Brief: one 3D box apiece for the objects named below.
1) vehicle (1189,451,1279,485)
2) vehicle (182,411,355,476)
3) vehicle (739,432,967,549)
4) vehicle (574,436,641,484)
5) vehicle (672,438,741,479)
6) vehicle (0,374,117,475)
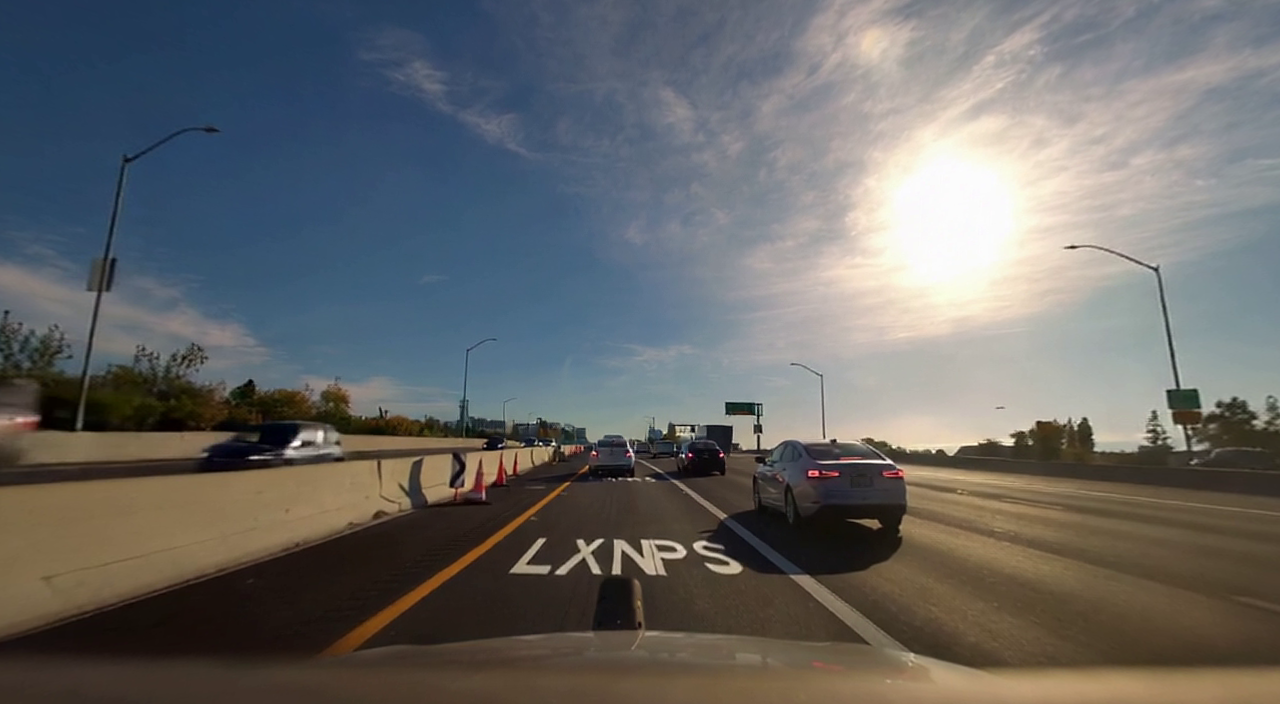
[{"bbox_3d":[35.741,6.682,36.812,2.227,1.730,5.442,1,-8,-6],"label":"vehicle"},{"bbox_3d":[-10.102,2.552,17.734,1.997,1.562,4.754,0,-8,-1],"label":"vehicle"},{"bbox_3d":[3.040,2.049,10.169,1.996,1.455,4.281,0,-8,-3],"label":"vehicle"},{"bbox_3d":[-1.077,3.638,21.739,2.069,1.470,4.004,0,-8,-2],"label":"vehicle"},{"bbox_3d":[2.499,4.137,24.995,2.042,1.460,4.451,0,-8,-3],"label":"vehicle"},{"bbox_3d":[-13.646,1.360,11.954,2.414,1.943,6.030,0,-8,-1],"label":"vehicle"}]
